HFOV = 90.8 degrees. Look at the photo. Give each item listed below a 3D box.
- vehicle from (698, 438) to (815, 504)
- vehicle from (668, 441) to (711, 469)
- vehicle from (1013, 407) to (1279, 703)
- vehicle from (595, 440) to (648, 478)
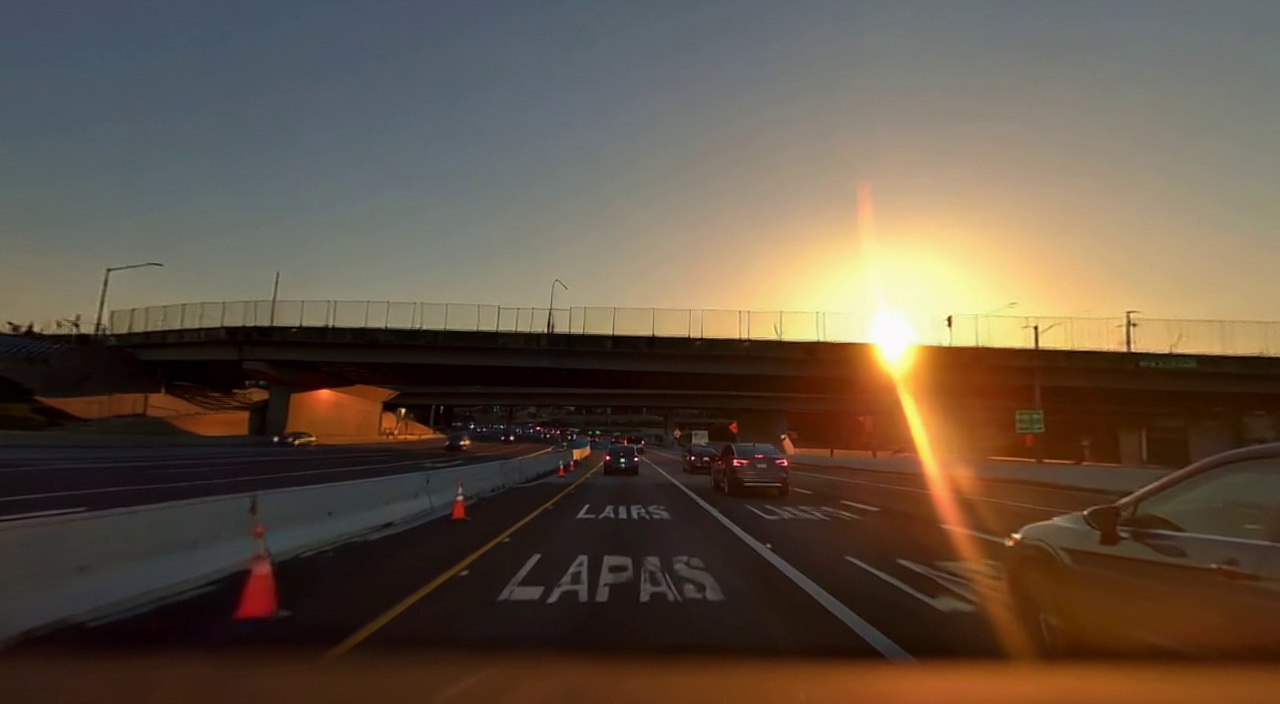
[{"bbox_3d":[2.799,2.995,16.367,2.042,1.460,4.451,0,-8,-2],"label":"vehicle"},{"bbox_3d":[2.779,5.867,36.056,1.916,1.487,4.117,0,-9,-3],"label":"vehicle"},{"bbox_3d":[3.280,0.836,1.618,1.996,1.455,4.281,0,-8,-1],"label":"vehicle"},{"bbox_3d":[-0.773,4.501,26.736,2.069,1.470,4.004,0,-8,-1],"label":"vehicle"}]
